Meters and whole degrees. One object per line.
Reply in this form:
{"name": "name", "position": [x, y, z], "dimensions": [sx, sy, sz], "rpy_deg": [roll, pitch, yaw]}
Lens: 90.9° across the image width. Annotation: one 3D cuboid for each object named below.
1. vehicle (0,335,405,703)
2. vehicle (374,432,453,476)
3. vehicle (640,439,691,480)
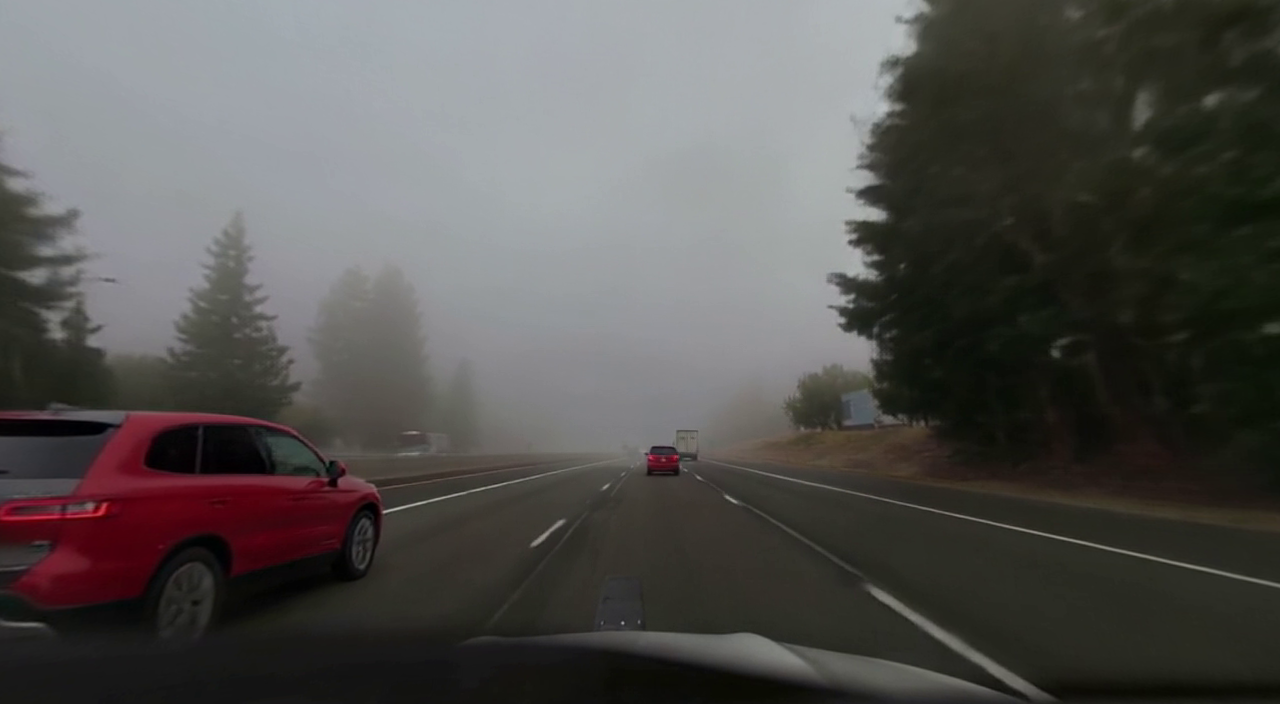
{"name": "vehicle", "position": [-3.669, 1.142, 4.471], "dimensions": [2.139, 1.804, 4.611], "rpy_deg": [0, -9, 1]}
{"name": "vehicle", "position": [-15.839, 7.208, 44.704], "dimensions": [2.726, 2.855, 6.961], "rpy_deg": [-1, -9, 2]}
{"name": "vehicle", "position": [1.053, 4.734, 27.957], "dimensions": [2.087, 1.682, 4.388], "rpy_deg": [0, -9, 0]}
